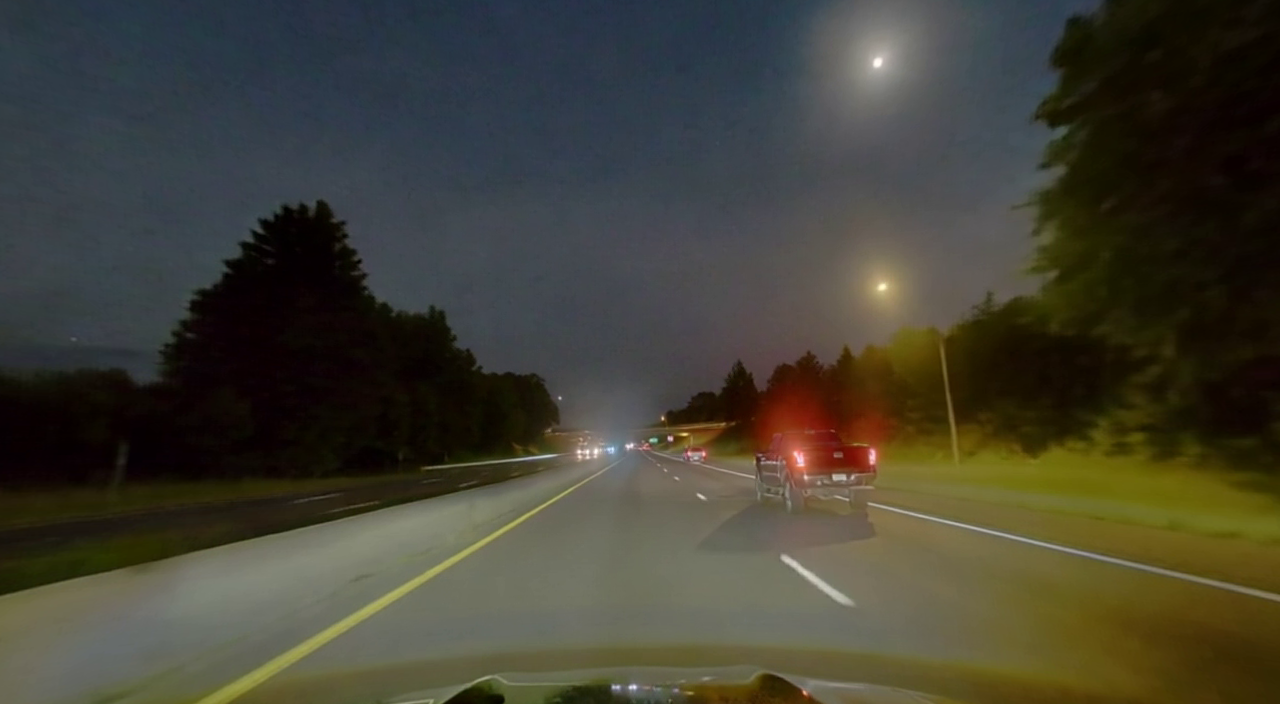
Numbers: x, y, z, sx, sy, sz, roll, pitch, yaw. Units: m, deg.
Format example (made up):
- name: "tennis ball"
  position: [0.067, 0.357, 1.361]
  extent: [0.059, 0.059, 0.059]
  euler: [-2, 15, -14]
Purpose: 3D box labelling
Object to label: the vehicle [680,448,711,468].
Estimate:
- name: "vehicle"
  position: [4.335, 8.328, 49.704]
  extent: [1.987, 1.473, 4.244]
  euler: [0, -9, 0]
